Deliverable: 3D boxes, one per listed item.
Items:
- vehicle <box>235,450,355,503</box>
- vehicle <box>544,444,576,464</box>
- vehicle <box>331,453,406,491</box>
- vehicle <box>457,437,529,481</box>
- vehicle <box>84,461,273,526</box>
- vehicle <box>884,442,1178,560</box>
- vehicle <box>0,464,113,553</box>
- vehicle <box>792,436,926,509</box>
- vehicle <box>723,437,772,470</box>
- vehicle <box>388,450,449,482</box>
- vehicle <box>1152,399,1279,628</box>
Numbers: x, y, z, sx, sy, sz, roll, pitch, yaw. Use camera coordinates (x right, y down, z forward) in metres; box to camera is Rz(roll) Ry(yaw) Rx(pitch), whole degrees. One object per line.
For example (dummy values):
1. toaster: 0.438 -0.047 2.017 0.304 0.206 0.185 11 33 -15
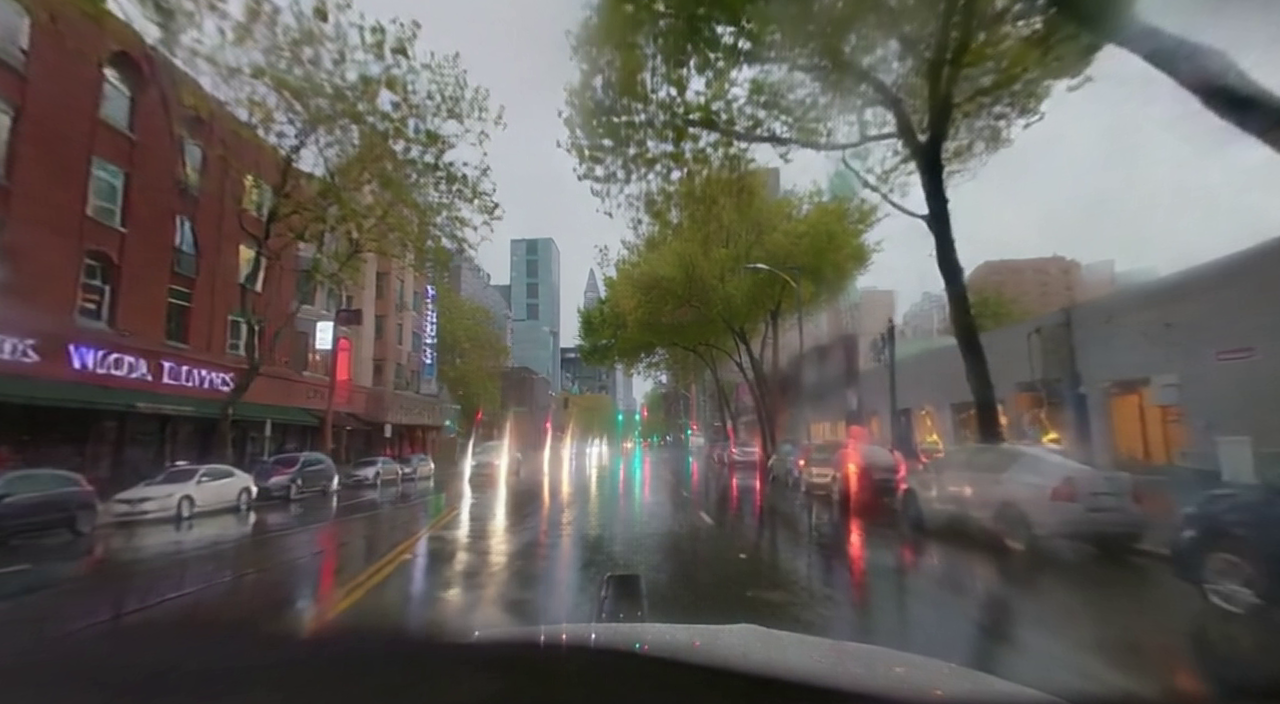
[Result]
1. vehicle: -12.015 4.307 22.351 1.834 1.643 4.110 0 -8 1
2. vehicle: -6.255 8.005 49.780 1.898 1.532 4.337 0 -8 1
3. vehicle: -12.468 5.519 29.297 1.774 1.570 3.900 0 -8 -1
4. vehicle: -6.371 4.700 27.966 2.095 1.759 4.413 0 -8 1
5. vehicle: -12.525 3.820 17.599 1.868 1.418 4.415 -2 -9 2
6. vehicle: 5.844 2.225 10.299 1.787 1.463 4.506 0 -8 -2
7. vehicle: -12.479 2.920 11.745 1.800 1.532 4.110 0 -8 0
8. vehicle: 5.562 3.092 16.725 1.899 1.642 4.463 0 -9 0
9. vehicle: 6.040 5.785 36.128 2.047 1.720 4.353 0 -9 0
10. vehicle: -12.178 6.261 35.033 1.894 1.654 3.944 0 -8 0
11. vehicle: 6.004 1.078 3.737 1.991 1.771 4.604 0 -9 -1
